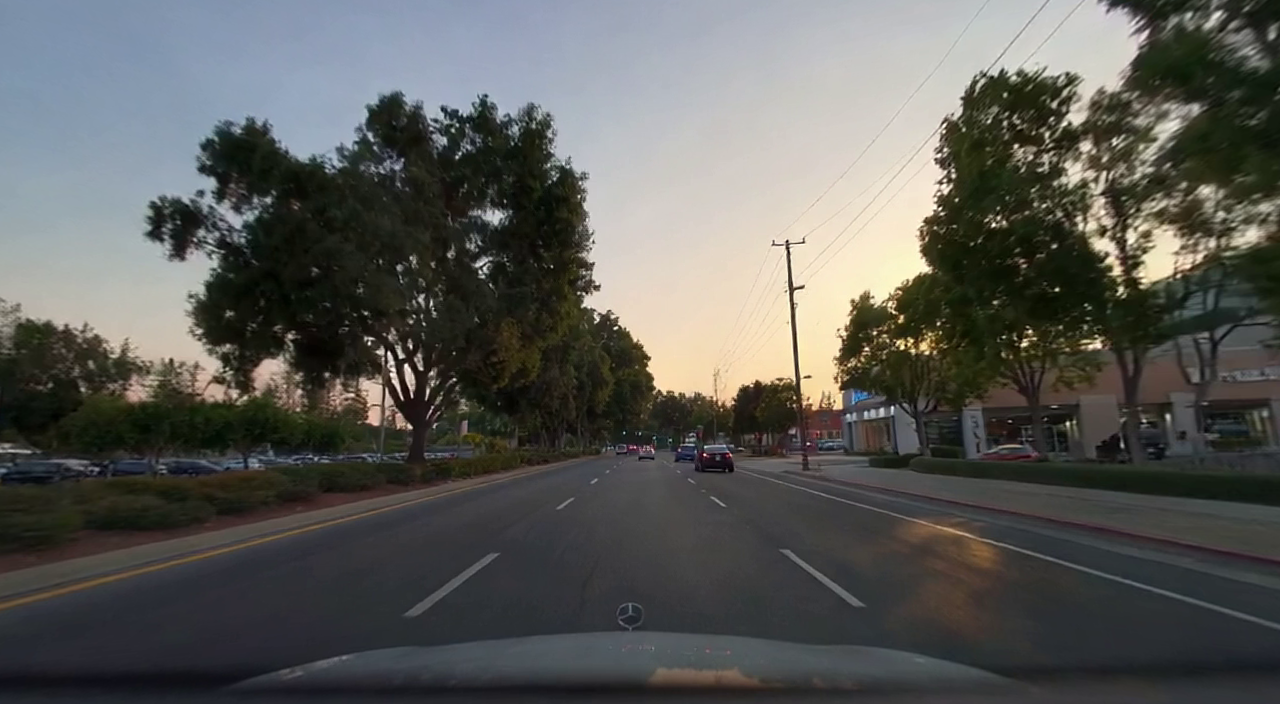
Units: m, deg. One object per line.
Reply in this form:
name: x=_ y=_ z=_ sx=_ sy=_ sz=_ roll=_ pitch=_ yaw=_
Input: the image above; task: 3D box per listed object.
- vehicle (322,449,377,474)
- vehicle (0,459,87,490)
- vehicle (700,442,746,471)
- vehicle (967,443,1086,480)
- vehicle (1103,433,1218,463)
vehicle: x=-22.215 y=8.386 z=48.365 sx=1.939 sy=1.780 sz=5.057 roll=0 pitch=-9 yaw=-2
vehicle: x=-38.921 y=7.868 z=40.854 sx=1.836 sy=1.713 sz=4.667 roll=0 pitch=-8 yaw=1
vehicle: x=4.513 y=5.742 z=34.907 sx=1.916 sy=1.459 sz=4.335 roll=0 pitch=-8 yaw=-1
vehicle: x=17.058 y=4.827 z=27.973 sx=3.907 sy=1.540 sz=2.017 roll=0 pitch=-8 yaw=3
vehicle: x=30.083 y=5.536 z=36.519 sx=4.933 sy=1.653 sz=1.851 roll=0 pitch=-8 yaw=1
